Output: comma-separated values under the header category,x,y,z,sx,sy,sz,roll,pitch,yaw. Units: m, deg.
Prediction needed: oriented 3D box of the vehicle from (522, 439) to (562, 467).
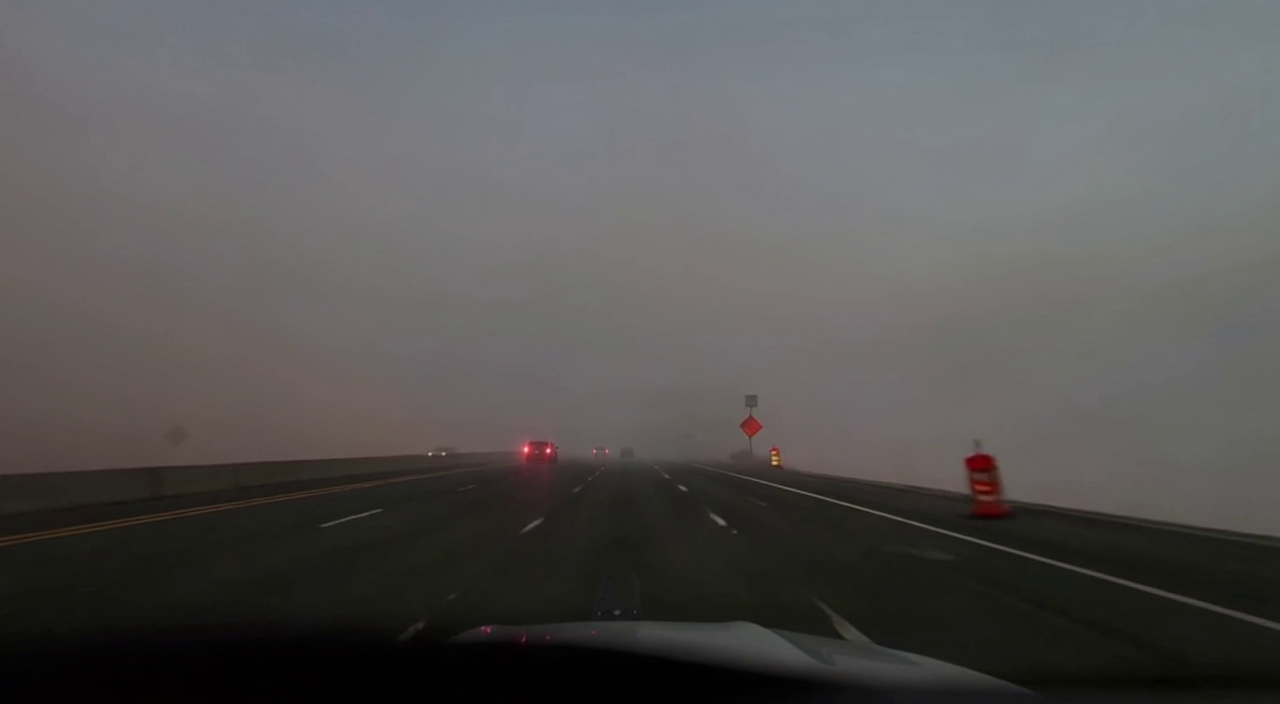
category,x,y,z,sx,sy,sz,roll,pitch,yaw
vehicle,-6.530,6.747,42.491,2.036,1.758,4.529,0,-9,0
